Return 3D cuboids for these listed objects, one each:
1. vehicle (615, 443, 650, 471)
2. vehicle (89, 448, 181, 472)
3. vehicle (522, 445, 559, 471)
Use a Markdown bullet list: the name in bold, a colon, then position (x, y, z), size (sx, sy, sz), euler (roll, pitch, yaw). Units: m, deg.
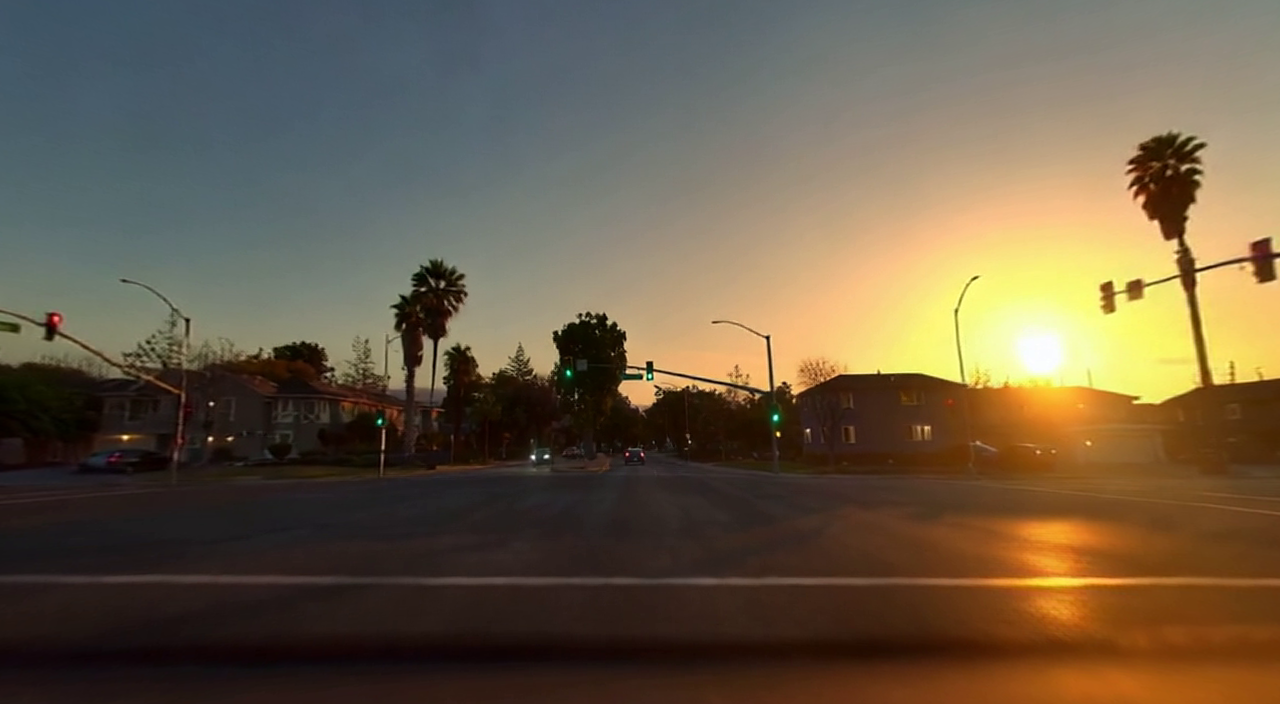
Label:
- **vehicle**: position (-0.580, 7.376, 44.652), size (2.248, 1.833, 4.798), euler (0, -8, -3)
- **vehicle**: position (-35.535, 7.575, 44.551), size (4.887, 1.546, 1.807), euler (7, -11, -40)
- **vehicle**: position (-6.832, 7.298, 43.599), size (1.983, 1.684, 3.938), euler (0, -8, -1)
